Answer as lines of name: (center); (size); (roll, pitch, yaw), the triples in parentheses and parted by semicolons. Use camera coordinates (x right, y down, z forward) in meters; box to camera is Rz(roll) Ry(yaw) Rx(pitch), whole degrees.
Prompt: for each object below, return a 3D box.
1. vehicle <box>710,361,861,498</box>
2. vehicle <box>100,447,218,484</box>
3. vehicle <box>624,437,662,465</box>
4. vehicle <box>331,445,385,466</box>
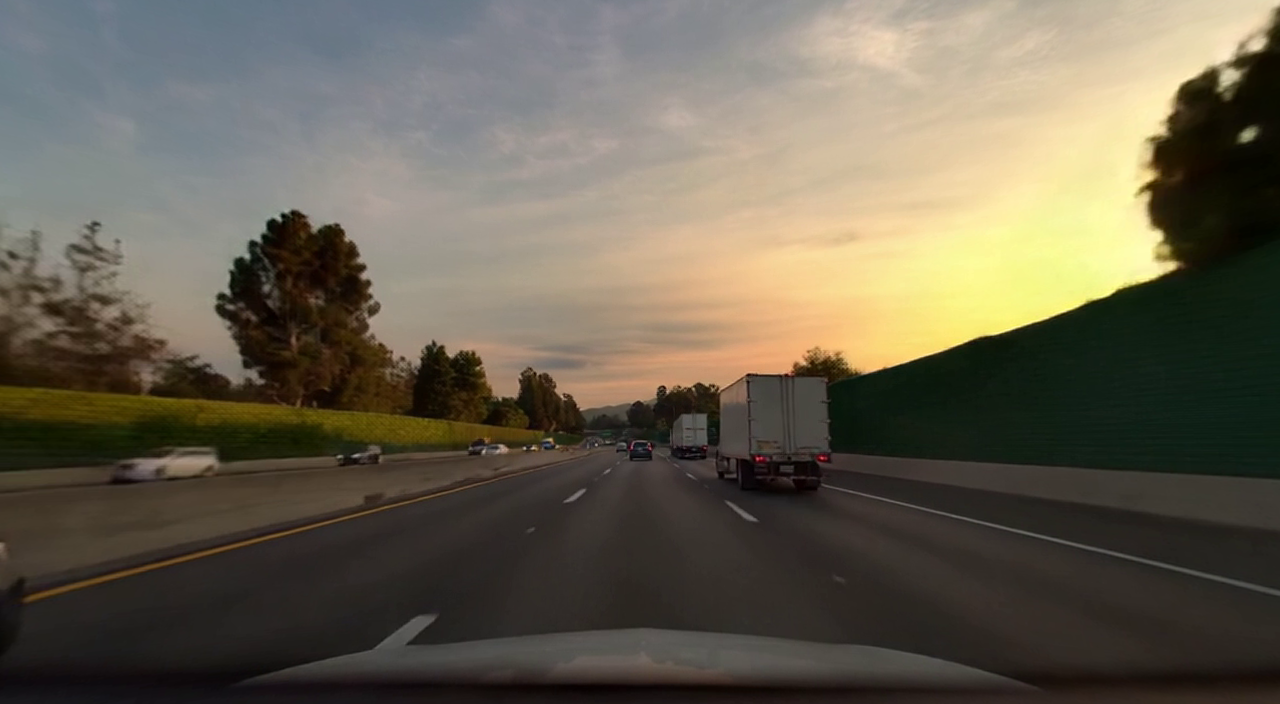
vehicle: (4.026, 2.487, 19.708); (2.742, 3.383, 8.285); (0, -8, 0)
vehicle: (-20.513, 4.810, 27.085); (1.736, 1.426, 4.120); (0, -8, 1)
vehicle: (0.223, 6.552, 41.767); (2.389, 1.760, 4.473); (0, -8, 0)
vehicle: (-20.872, 7.682, 46.778); (1.836, 1.449, 4.638); (0, -8, 1)
